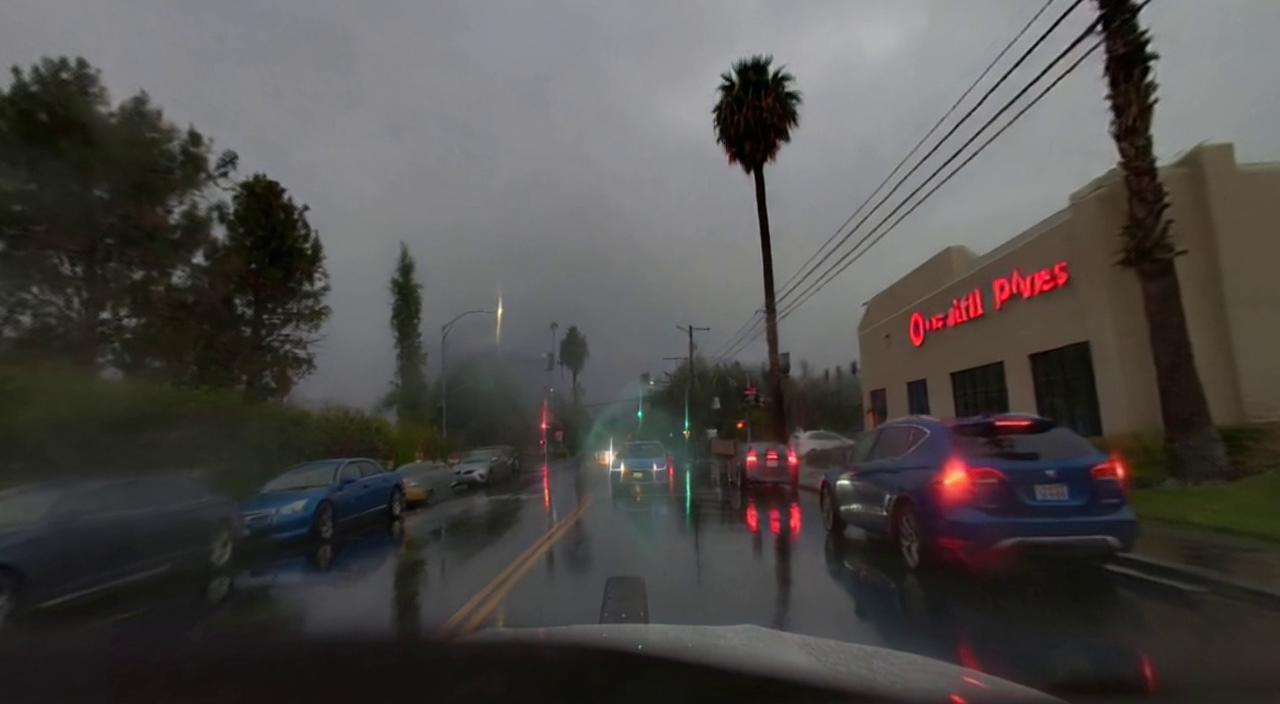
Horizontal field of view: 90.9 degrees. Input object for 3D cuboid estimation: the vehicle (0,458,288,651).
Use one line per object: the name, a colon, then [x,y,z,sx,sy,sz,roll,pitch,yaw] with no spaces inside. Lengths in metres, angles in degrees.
vehicle: [-6.123,1.941,6.774,1.874,1.472,4.668,0,-8,2]

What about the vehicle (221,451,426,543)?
vehicle: [-6.131,2.810,12.963,1.850,1.482,4.454,0,-8,1]

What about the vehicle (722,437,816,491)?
vehicle: [3.680,3.273,18.830,1.821,1.417,4.454,0,-8,-1]

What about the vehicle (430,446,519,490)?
vehicle: [-6.228,4.410,24.418,2.105,1.469,4.693,0,-8,1]

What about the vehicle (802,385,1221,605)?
vehicle: [3.697,1.539,7.815,2.099,1.786,5.198,0,-8,1]

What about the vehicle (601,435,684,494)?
vehicle: [0.056,3.100,17.722,2.060,1.452,4.078,0,-8,0]
